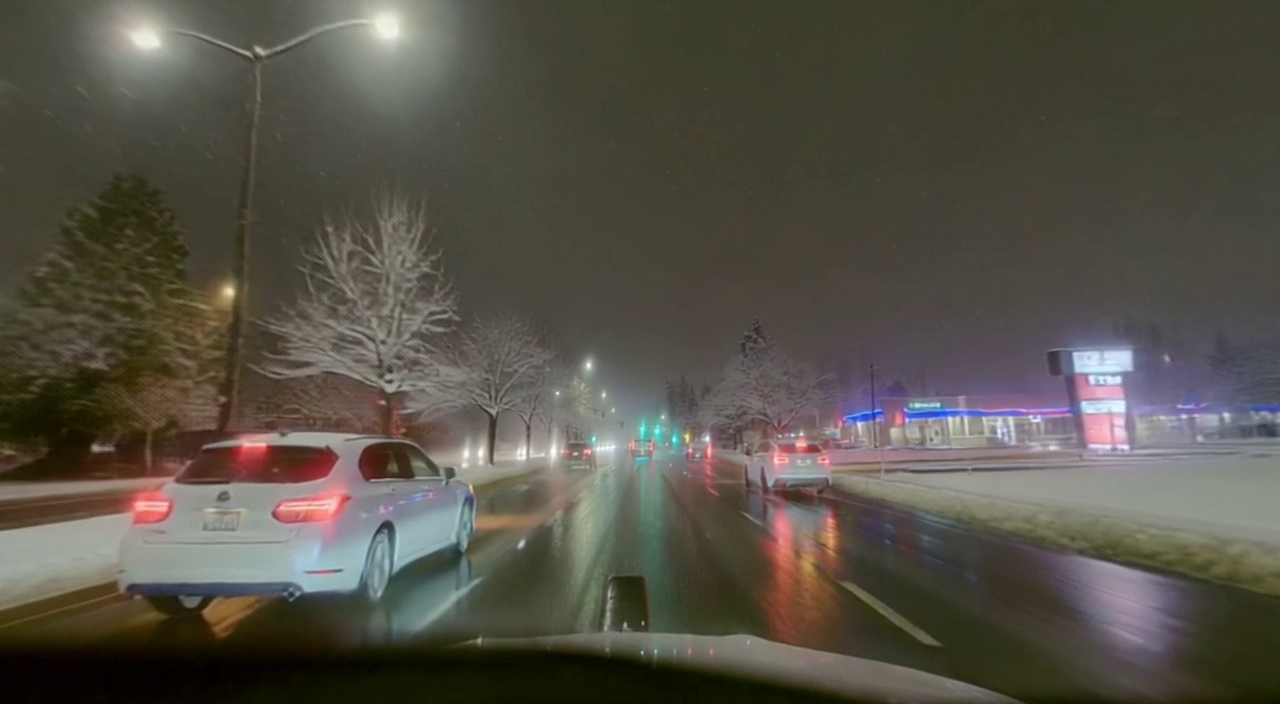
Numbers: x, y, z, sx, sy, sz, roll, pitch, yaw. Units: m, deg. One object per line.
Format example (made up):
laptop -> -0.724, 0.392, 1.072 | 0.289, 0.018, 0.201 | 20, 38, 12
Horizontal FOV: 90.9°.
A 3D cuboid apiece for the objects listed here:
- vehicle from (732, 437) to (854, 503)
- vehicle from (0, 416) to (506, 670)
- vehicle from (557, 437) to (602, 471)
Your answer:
vehicle -> 3.870, 3.063, 16.885 | 2.036, 1.480, 4.659 | 0, -8, -1
vehicle -> -2.949, 1.480, 6.202 | 2.082, 1.460, 4.922 | 0, -8, 1
vehicle -> -3.218, 5.559, 34.508 | 1.981, 1.731, 4.360 | 0, -8, 1
